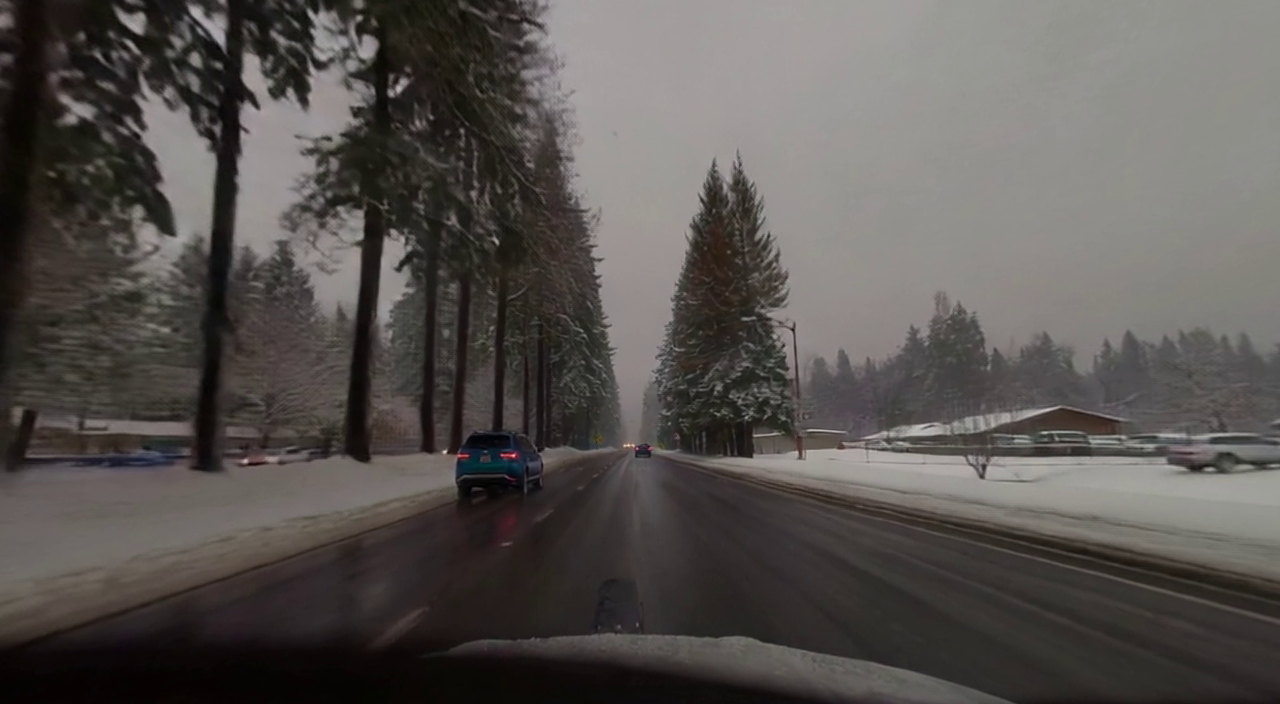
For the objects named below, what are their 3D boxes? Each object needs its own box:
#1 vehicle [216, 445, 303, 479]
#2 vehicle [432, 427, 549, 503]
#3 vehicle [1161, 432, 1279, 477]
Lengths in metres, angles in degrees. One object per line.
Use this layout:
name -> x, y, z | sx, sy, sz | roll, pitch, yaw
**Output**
vehicle -> -22.046, 6.379, 36.865 | 2.117, 1.827, 4.770 | 0, -8, 0
vehicle -> -3.772, 2.933, 16.833 | 2.078, 1.748, 4.279 | 0, -8, 0
vehicle -> 20.916, 3.612, 22.458 | 3.818, 1.482, 1.729 | 3, -8, -17
